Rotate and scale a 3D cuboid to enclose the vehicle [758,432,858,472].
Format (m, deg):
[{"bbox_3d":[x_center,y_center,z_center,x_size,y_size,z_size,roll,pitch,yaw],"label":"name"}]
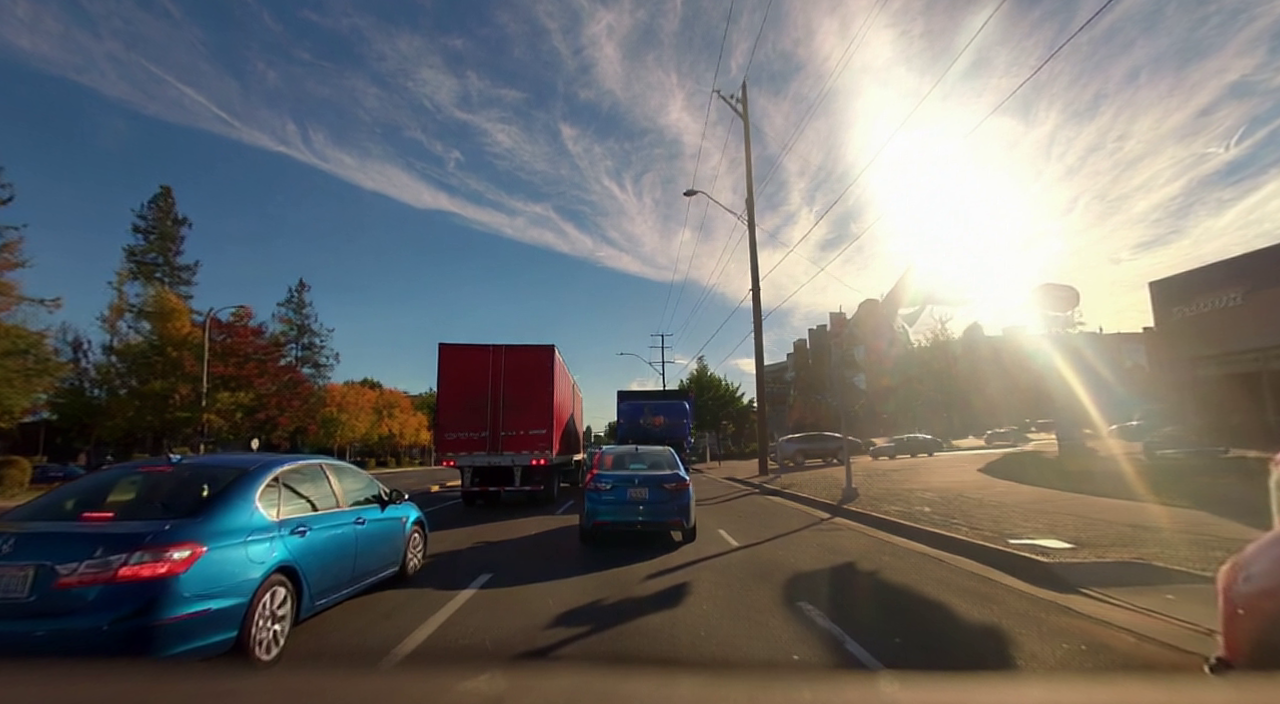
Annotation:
[{"bbox_3d":[8.390,5.047,31.842,2.061,1.845,4.829,5,-10,-29],"label":"vehicle"}]

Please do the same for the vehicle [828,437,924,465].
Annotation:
[{"bbox_3d":[13.072,5.521,35.027,4.574,1.478,1.880,0,-9,3],"label":"vehicle"}]

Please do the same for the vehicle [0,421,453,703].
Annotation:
[{"bbox_3d":[-3.066,1.346,4.731,1.969,1.471,4.378,0,-9,0],"label":"vehicle"}]

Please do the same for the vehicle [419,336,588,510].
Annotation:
[{"bbox_3d":[-3.258,2.047,17.319,3.020,3.800,7.105,0,-9,0],"label":"vehicle"}]

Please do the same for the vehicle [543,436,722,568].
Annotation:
[{"bbox_3d":[-0.115,2.046,9.384,2.067,1.506,4.118,0,-9,-1],"label":"vehicle"}]
